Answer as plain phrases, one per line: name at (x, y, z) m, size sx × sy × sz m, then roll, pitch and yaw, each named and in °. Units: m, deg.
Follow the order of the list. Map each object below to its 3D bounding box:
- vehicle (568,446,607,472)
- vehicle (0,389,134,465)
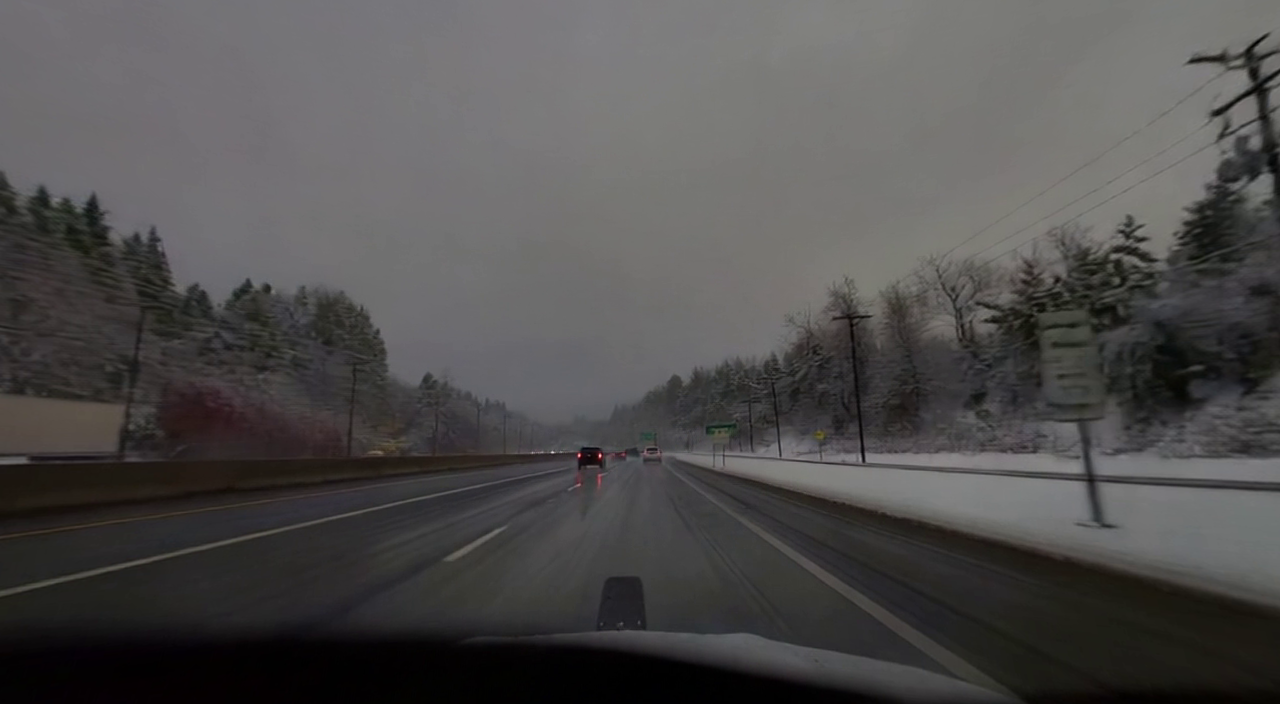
vehicle at (-3.585, 7.437, 43.854) m, size 2.263 × 1.696 × 4.321 m, roll 0°, pitch -9°, yaw 1°
vehicle at (-34.200, 3.829, 32.055) m, size 2.917 × 3.848 × 17.244 m, roll 0°, pitch -9°, yaw -1°
